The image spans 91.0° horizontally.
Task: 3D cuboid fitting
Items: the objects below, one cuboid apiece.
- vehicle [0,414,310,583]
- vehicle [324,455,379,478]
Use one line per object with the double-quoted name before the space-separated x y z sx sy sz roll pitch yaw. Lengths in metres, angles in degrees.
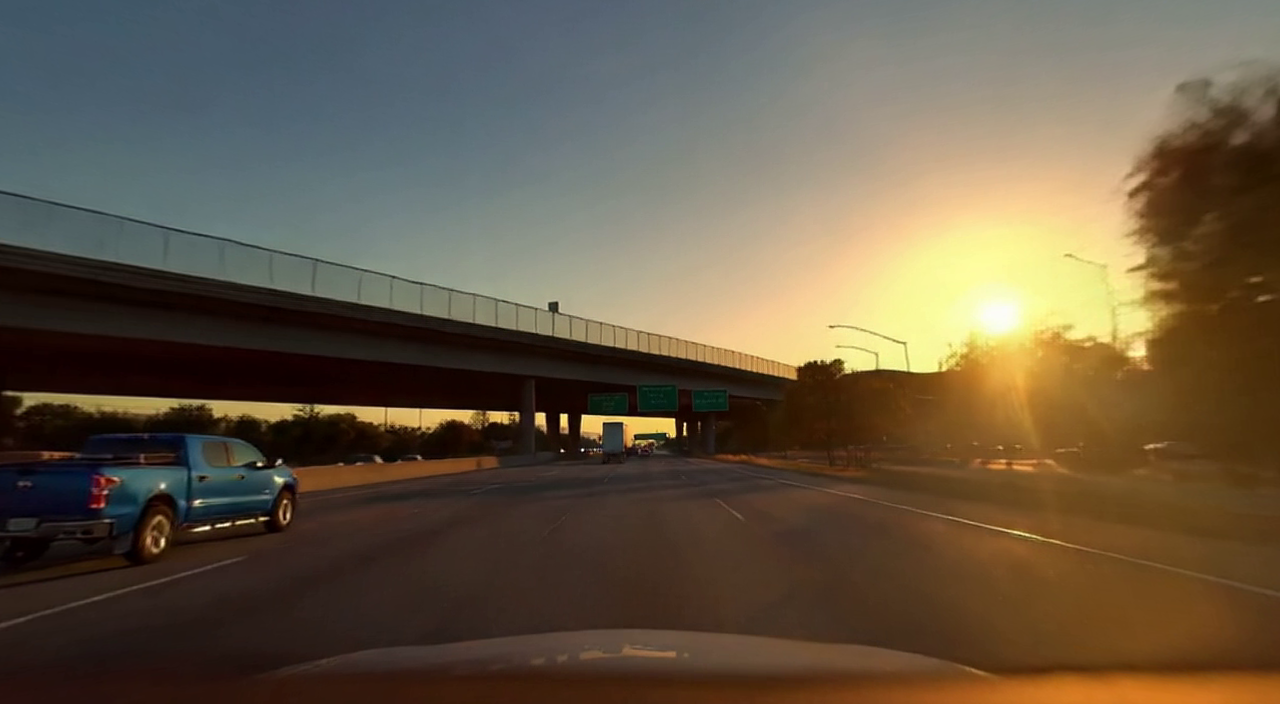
"vehicle" -7.067 1.870 8.912 2.168 1.729 4.724 0 -9 1
"vehicle" -21.455 8.480 47.024 1.830 1.554 4.619 0 -9 1
